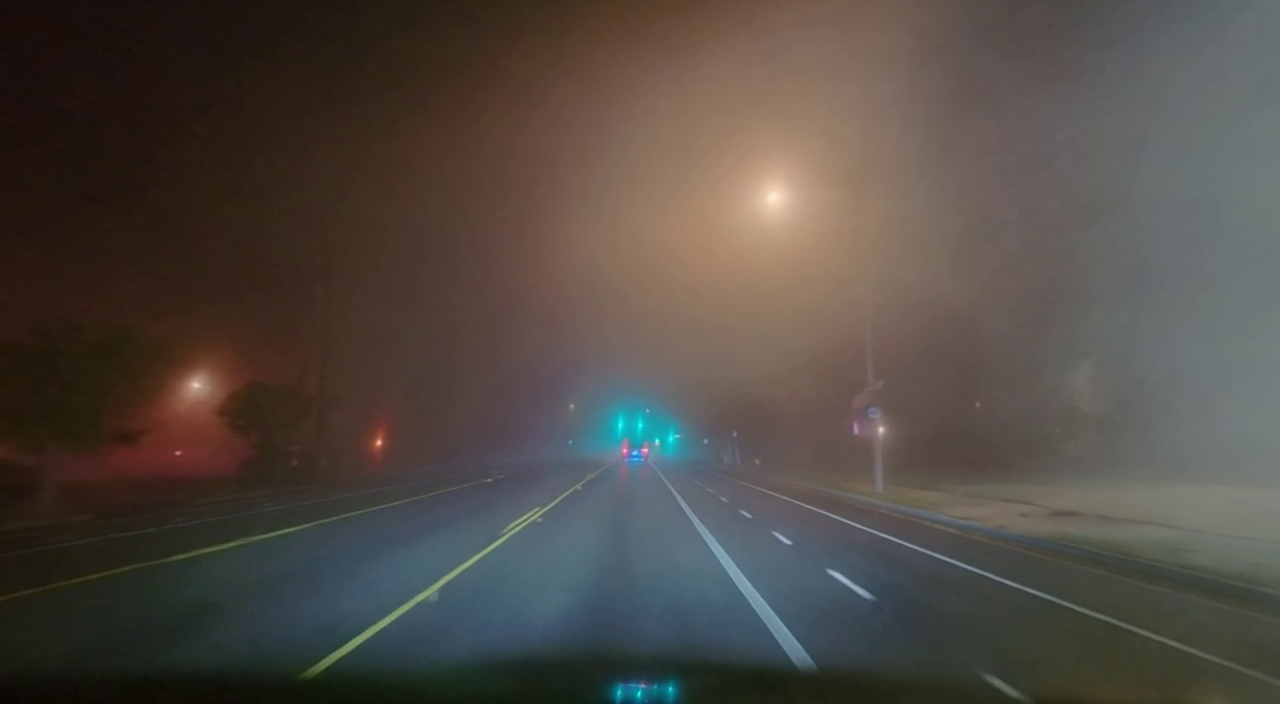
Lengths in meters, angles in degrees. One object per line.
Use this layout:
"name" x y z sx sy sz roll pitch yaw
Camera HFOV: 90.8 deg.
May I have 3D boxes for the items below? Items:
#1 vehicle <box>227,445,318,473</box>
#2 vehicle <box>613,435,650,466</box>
"vehicle" -22.121 6.420 38.103 4.241 1.601 1.970 0 -8 1
"vehicle" -0.529 6.308 40.583 2.230 1.827 4.298 0 -8 -1
